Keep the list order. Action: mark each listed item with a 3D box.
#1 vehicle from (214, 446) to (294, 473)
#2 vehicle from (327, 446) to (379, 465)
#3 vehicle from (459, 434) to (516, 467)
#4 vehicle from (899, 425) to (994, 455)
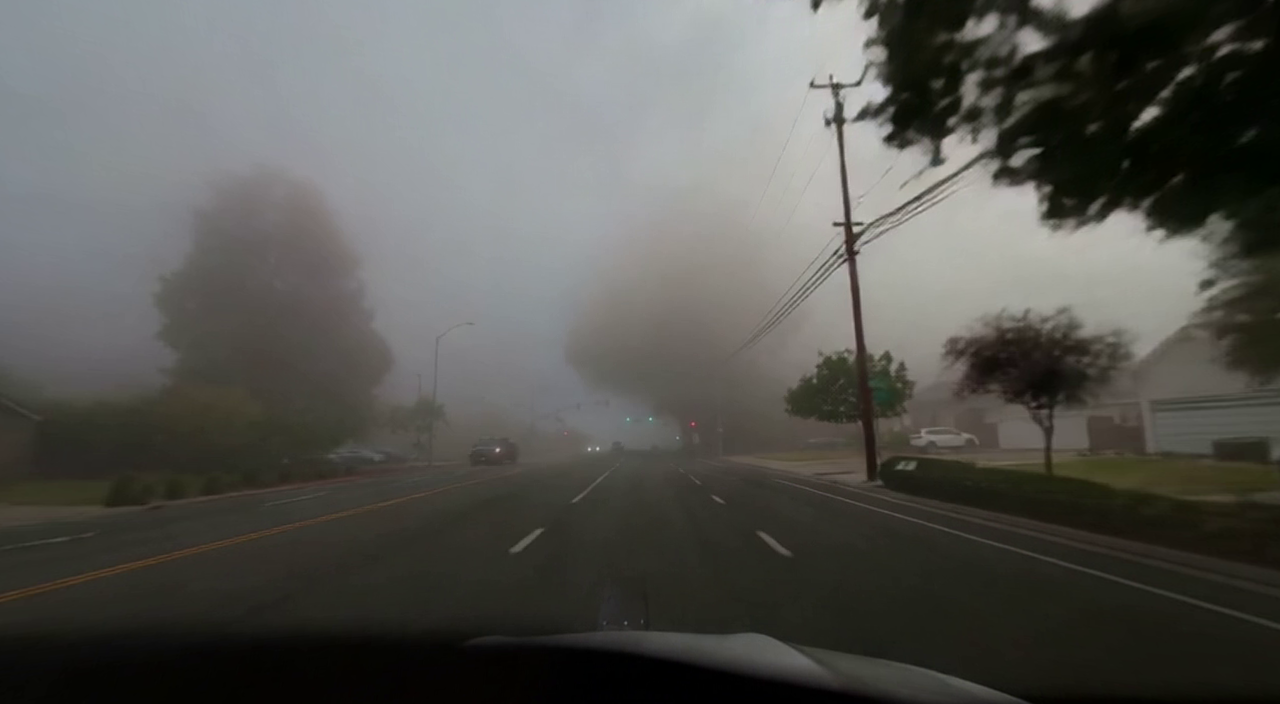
[{"bbox_3d":[-22.116,6.147,36.168,3.459,1.419,1.631,0,-9,-2],"label":"vehicle"},{"bbox_3d":[-22.455,8.096,49.413,3.348,1.380,1.584,2,-8,-8],"label":"vehicle"},{"bbox_3d":[-9.959,6.515,41.829,2.294,1.975,5.773,0,-8,1],"label":"vehicle"},{"bbox_3d":[18.506,5.328,38.206,4.591,1.718,2.107,0,-9,-2],"label":"vehicle"}]
